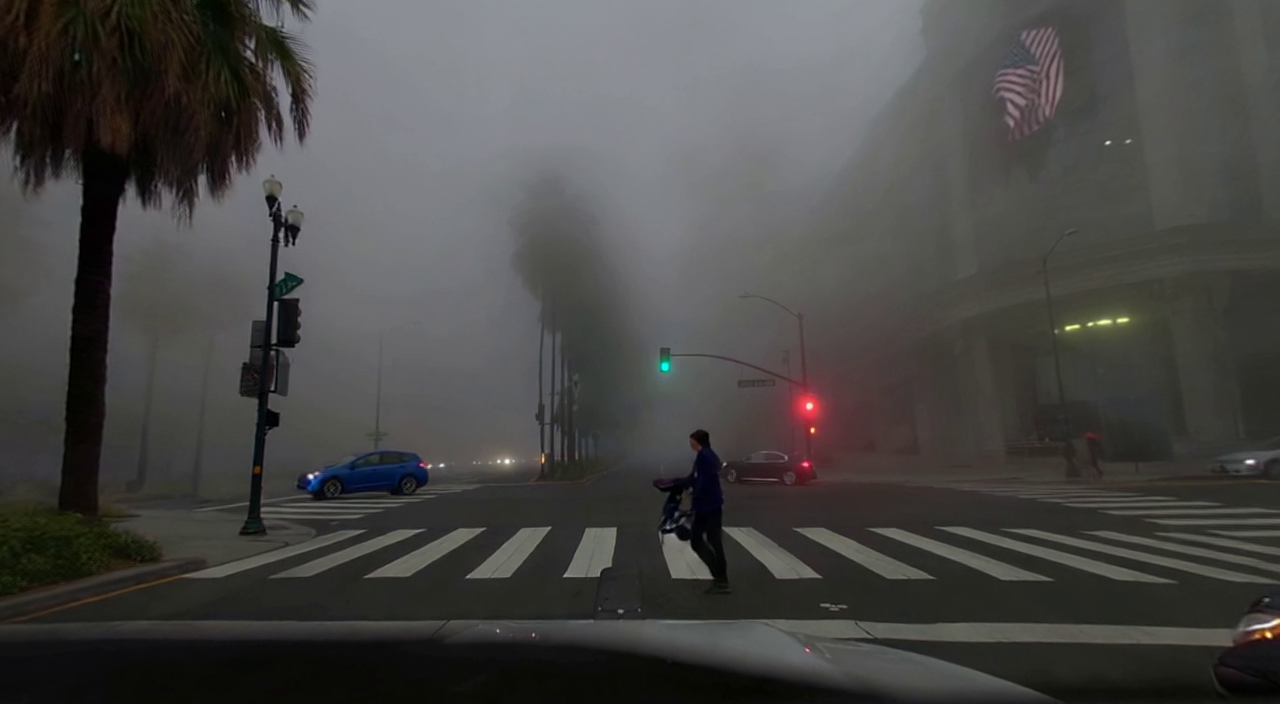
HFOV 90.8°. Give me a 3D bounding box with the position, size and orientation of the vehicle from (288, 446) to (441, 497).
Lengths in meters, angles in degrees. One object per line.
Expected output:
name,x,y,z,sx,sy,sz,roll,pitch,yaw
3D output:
vehicle,-9.200,4.005,21.535,4.499,1.594,1.898,2,-9,-15

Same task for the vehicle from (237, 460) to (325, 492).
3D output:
vehicle,-19.954,6.864,35.397,2.069,1.540,4.774,0,-8,0

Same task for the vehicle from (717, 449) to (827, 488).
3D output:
vehicle,5.762,5.066,27.864,4.273,1.525,2.000,-8,-12,43

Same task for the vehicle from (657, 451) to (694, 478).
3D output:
vehicle,2.530,8.252,46.663,2.325,1.810,4.827,0,-8,-2
